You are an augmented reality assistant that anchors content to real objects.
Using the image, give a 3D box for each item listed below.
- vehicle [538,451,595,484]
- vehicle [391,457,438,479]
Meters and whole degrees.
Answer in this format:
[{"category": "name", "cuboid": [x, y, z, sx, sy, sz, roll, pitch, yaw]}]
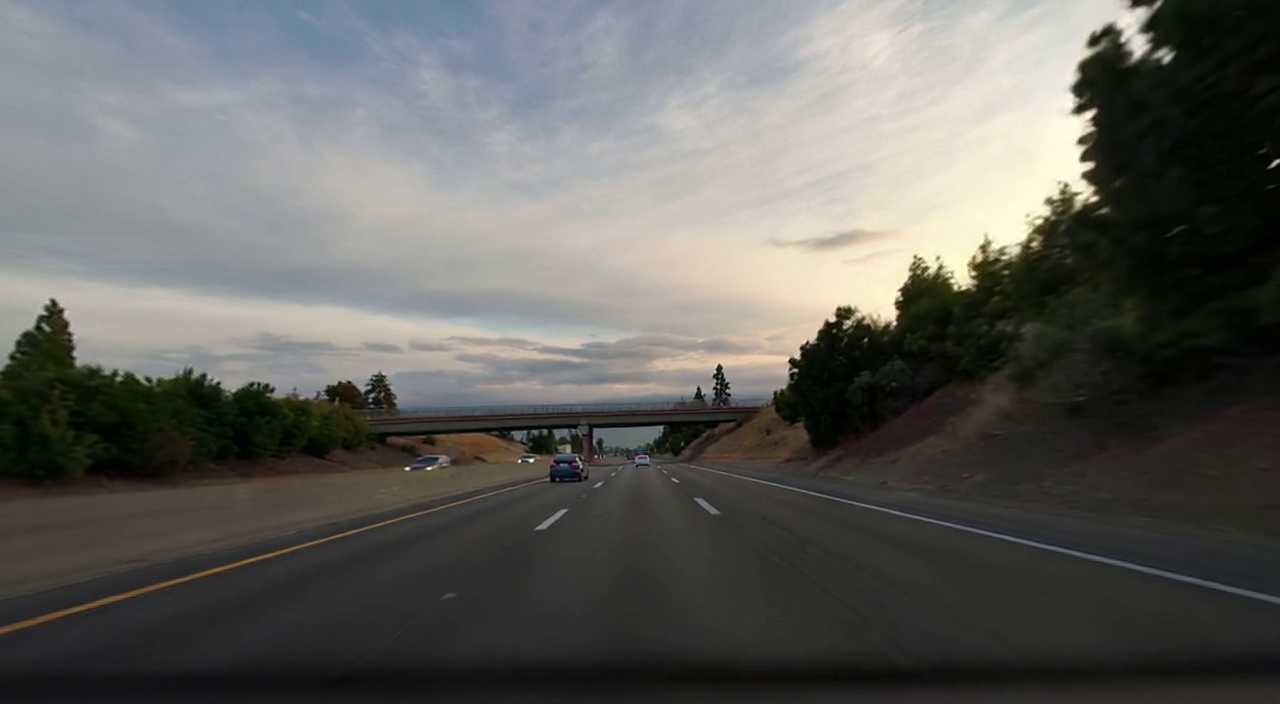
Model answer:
[{"category": "vehicle", "cuboid": [-3.578, 5.726, 31.550, 2.293, 1.462, 4.452, -1, -9, 0]}, {"category": "vehicle", "cuboid": [-15.867, 8.151, 44.567, 1.912, 1.430, 3.830, -1, -9, 0]}]
